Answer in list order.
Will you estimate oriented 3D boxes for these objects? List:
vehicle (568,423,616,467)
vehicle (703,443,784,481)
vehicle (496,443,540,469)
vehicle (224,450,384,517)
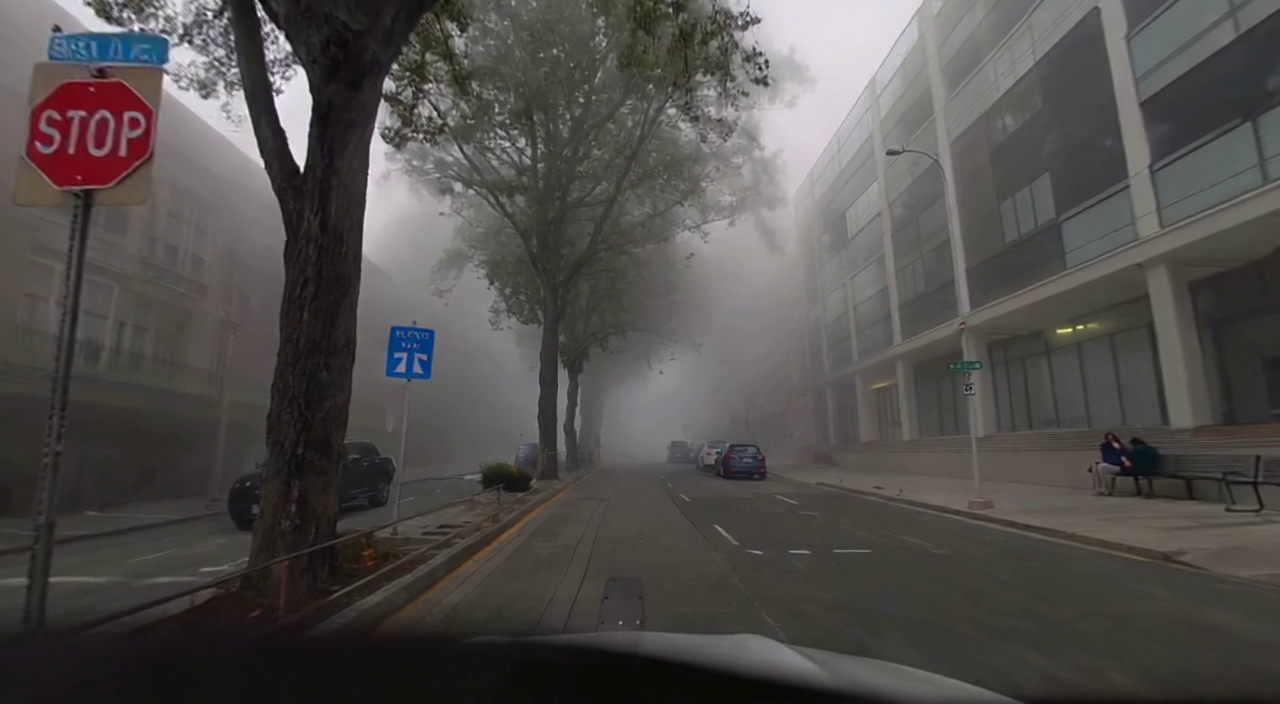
[{"bbox_3d":[-2.973,5.997,40.620,2.317,2.596,6.053,0,-8,3],"label":"vehicle"},{"bbox_3d":[4.578,4.743,27.538,1.858,1.491,4.329,-5,-10,33],"label":"vehicle"},{"bbox_3d":[-8.842,7.560,46.193,2.256,1.802,4.333,0,-8,2],"label":"vehicle"},{"bbox_3d":[-8.796,3.441,17.072,2.007,1.503,4.343,0,-8,-1],"label":"vehicle"}]
